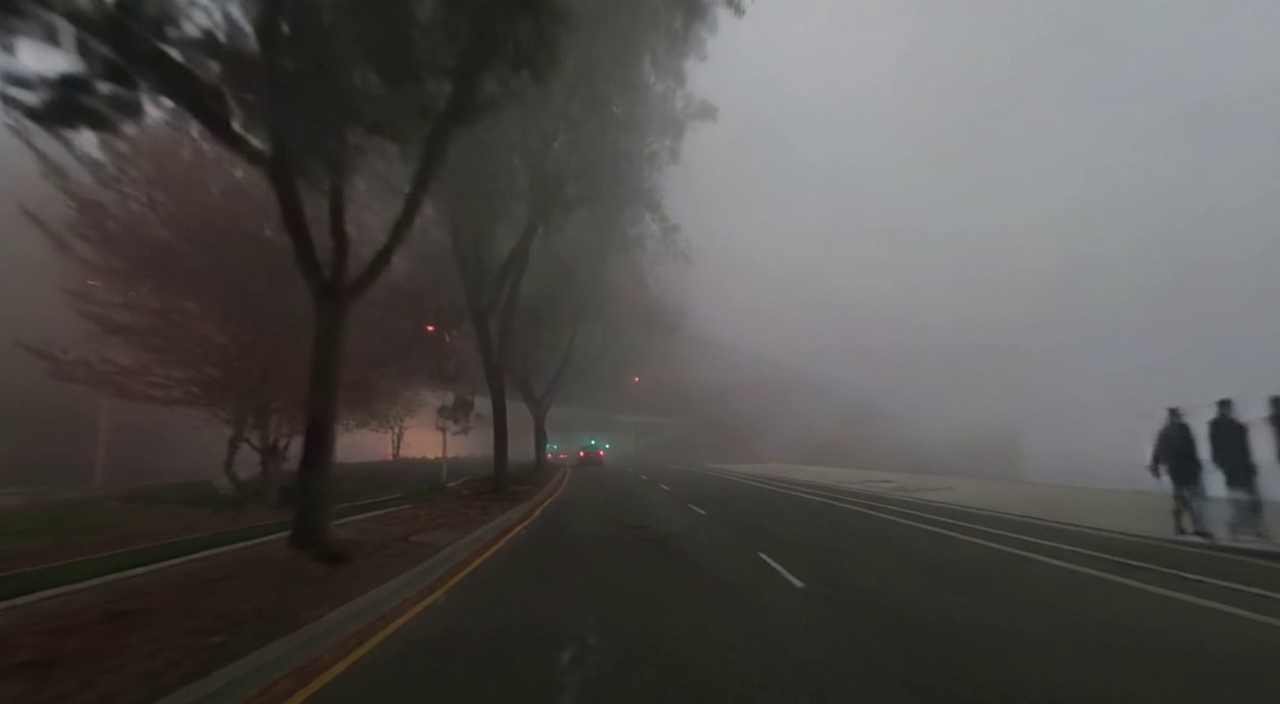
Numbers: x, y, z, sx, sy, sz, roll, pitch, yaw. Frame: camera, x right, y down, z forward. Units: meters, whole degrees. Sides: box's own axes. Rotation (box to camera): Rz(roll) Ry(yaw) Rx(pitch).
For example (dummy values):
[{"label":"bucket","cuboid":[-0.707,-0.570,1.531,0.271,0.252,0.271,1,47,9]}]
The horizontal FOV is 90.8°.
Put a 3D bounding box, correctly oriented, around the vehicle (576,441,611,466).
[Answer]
[{"label":"vehicle","cuboid":[-3.371,7.269,45.324,2.184,1.713,4.231,1,-9,-9]}]
